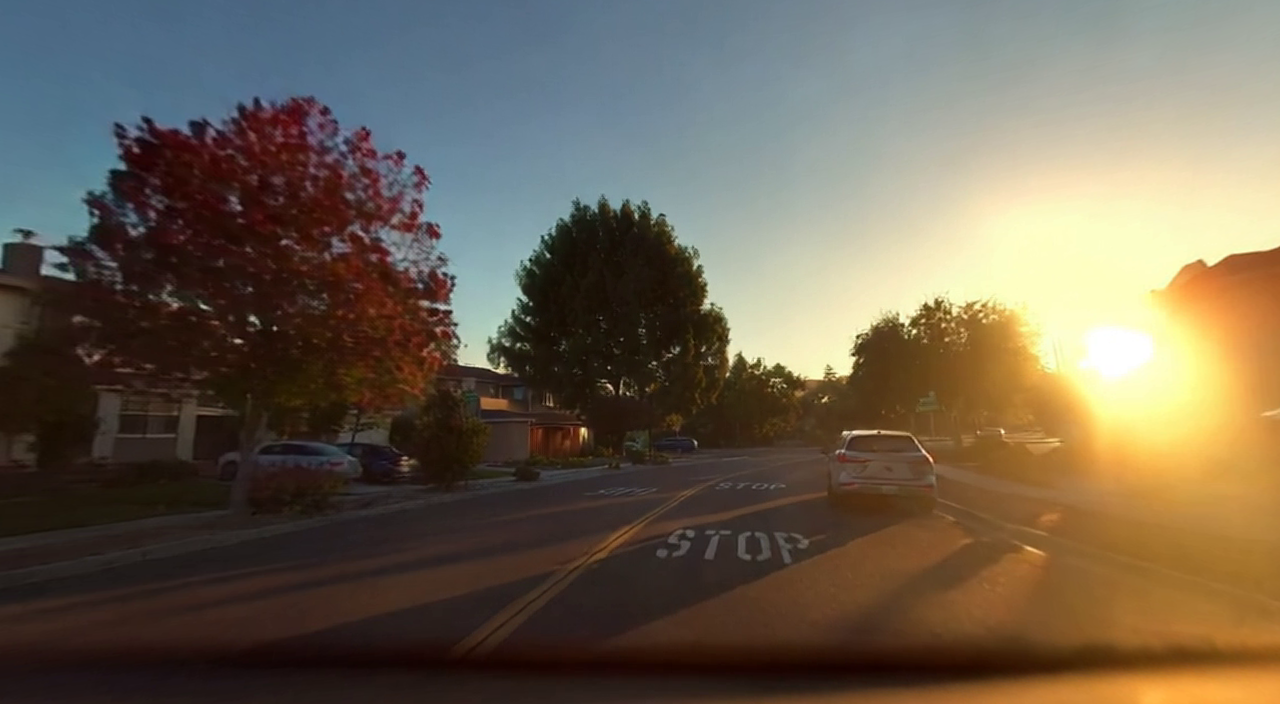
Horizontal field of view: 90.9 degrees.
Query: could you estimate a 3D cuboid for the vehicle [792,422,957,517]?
[{"bbox_3d":[4.720,2.434,13.619,2.692,1.649,4.689,-2,-9,13],"label":"vehicle"}]
